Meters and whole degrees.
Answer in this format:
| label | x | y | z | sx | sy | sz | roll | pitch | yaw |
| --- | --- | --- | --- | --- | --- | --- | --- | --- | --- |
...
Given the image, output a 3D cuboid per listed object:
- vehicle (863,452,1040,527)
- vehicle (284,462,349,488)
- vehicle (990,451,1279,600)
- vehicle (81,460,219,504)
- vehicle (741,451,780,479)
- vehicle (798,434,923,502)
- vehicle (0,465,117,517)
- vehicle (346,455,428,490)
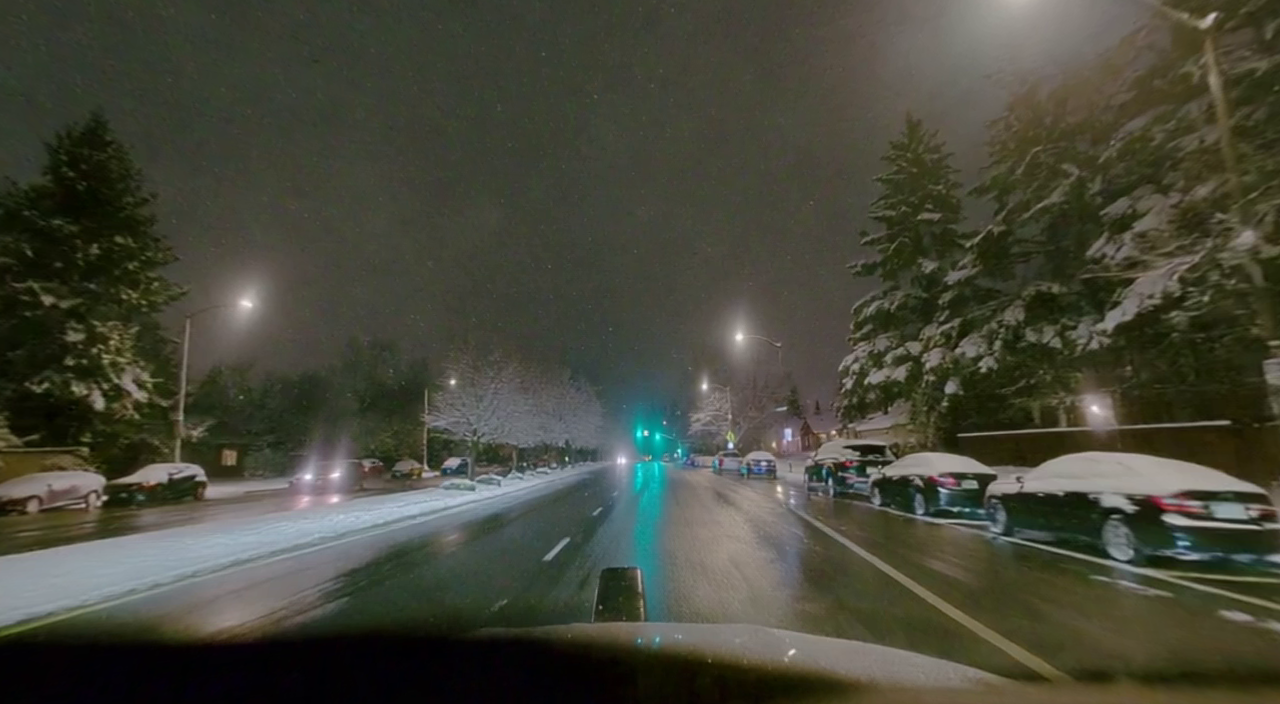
| label | x | y | z | sx | sy | sz | roll | pitch | yaw |
| --- | --- | --- | --- | --- | --- | --- | --- | --- | --- |
| vehicle | 7.175 | 3.184 | 15.155 | 1.853 | 1.480 | 4.666 | 0 | -9 | 0 |
| vehicle | -20.691 | 7.882 | 40.345 | 1.910 | 1.493 | 4.190 | 0 | -9 | 1 |
| vehicle | 7.131 | 2.115 | 8.657 | 1.992 | 1.474 | 4.534 | 0 | -9 | 0 |
| vehicle | -20.792 | 5.515 | 27.015 | 1.868 | 1.620 | 5.039 | 0 | -9 | 0 |
| vehicle | 7.894 | 7.452 | 41.599 | 1.910 | 1.686 | 4.399 | 0 | -9 | 3 |
| vehicle | 7.553 | 4.044 | 22.279 | 2.306 | 2.088 | 5.571 | 0 | -9 | -1 |
| vehicle | -20.787 | 4.655 | 21.292 | 1.881 | 1.503 | 4.899 | 0 | -9 | 0 |
| vehicle | -11.597 | 5.535 | 29.143 | 1.914 | 1.472 | 4.480 | 0 | -9 | 0 |
